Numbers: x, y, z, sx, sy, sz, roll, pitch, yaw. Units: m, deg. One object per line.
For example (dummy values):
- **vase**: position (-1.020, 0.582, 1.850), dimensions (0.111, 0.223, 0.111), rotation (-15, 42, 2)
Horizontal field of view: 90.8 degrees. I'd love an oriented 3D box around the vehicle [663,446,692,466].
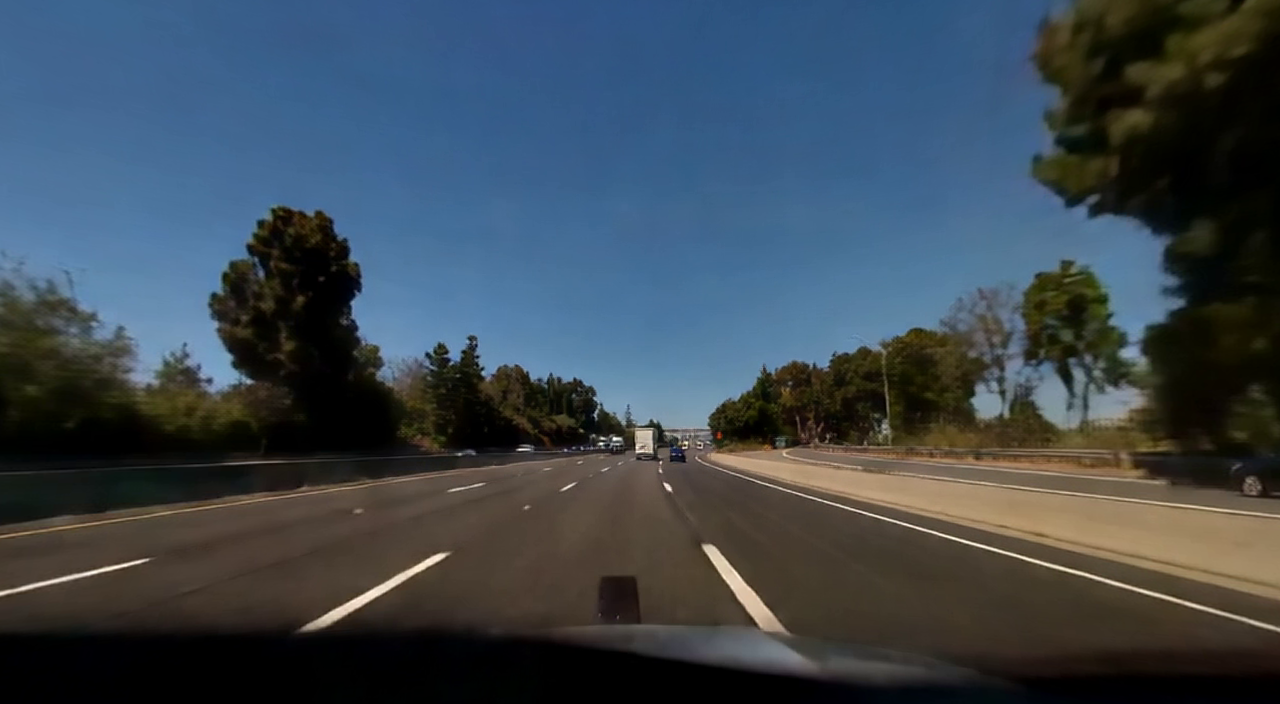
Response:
- **vehicle**: position (2.916, 8.169, 49.749), dimensions (2.069, 1.476, 4.197), rotation (0, -9, 0)
